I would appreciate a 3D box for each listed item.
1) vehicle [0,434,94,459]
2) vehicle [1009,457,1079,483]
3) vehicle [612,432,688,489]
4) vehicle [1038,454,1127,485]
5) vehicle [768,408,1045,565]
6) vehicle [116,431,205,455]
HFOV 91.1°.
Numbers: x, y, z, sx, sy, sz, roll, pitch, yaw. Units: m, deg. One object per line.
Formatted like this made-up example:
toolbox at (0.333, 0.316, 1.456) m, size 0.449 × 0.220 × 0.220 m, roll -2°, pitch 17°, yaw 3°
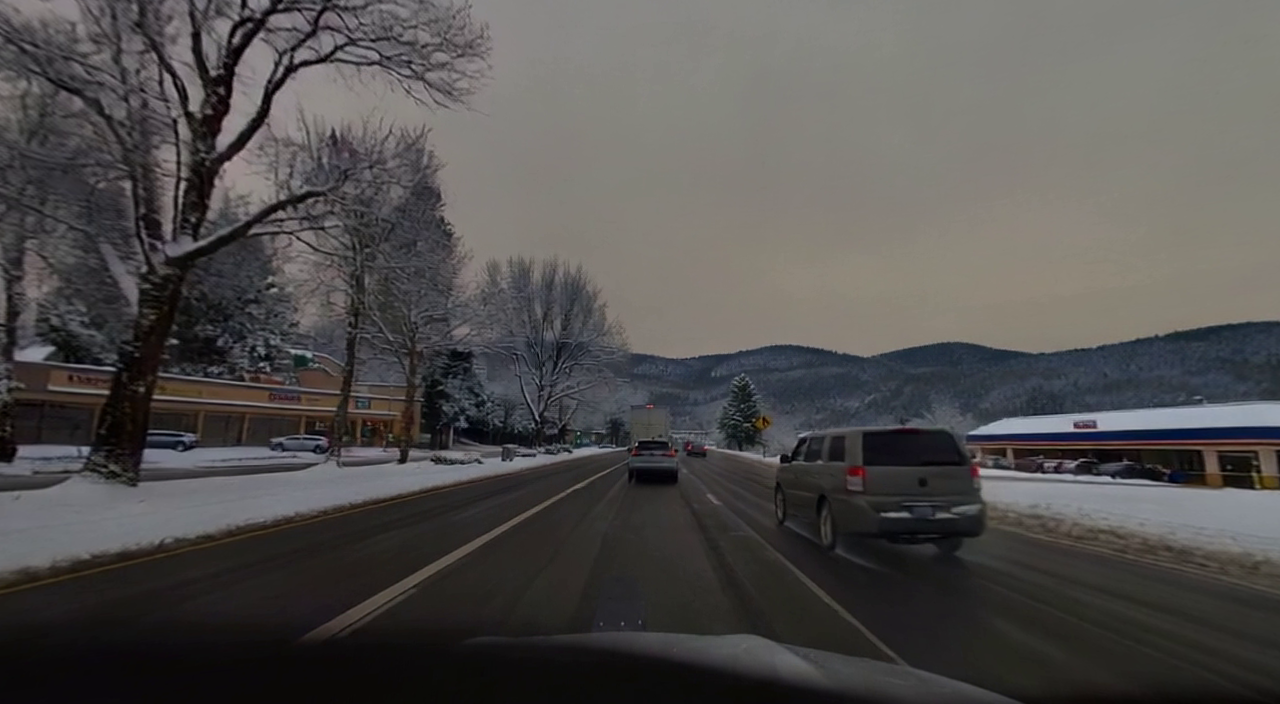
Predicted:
vehicle at (-35.707, 5.624, 37.272) m, size 4.425 × 1.423 × 1.949 m, roll 4°, pitch -9°, yaw -23°
vehicle at (24.917, 7.261, 38.865) m, size 1.751 × 1.439 × 3.847 m, roll 0°, pitch -8°, yaw -1°
vehicle at (0.292, 3.443, 20.245) m, size 2.193 × 1.651 × 3.946 m, roll 0°, pitch -8°, yaw 0°
vehicle at (27.438, 7.271, 39.138) m, size 2.108 × 1.735 × 4.476 m, roll 0°, pitch -8°, yaw -3°
vehicle at (3.372, 1.794, 9.149) m, size 2.010 × 1.692 × 4.516 m, roll 0°, pitch -8°, yaw 0°
vehicle at (-35.363, 6.731, 46.469) m, size 4.786 × 1.697 × 1.895 m, roll 4°, pitch -9°, yaw -24°
